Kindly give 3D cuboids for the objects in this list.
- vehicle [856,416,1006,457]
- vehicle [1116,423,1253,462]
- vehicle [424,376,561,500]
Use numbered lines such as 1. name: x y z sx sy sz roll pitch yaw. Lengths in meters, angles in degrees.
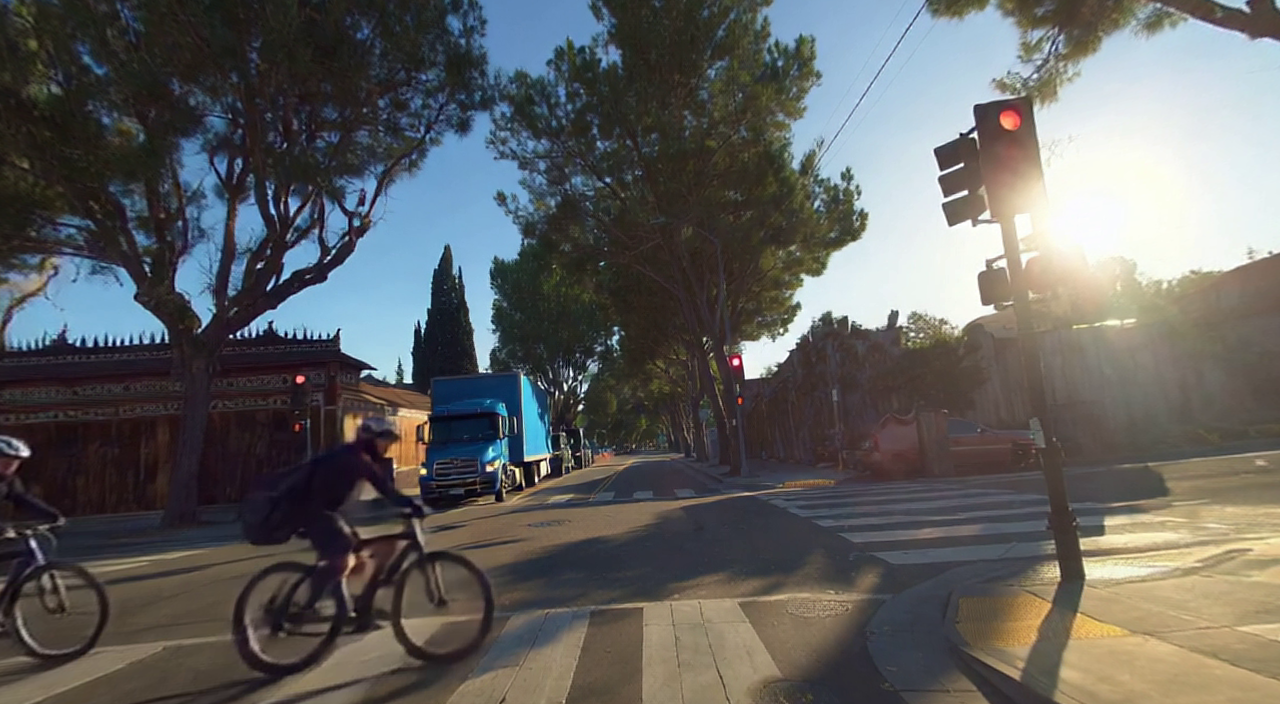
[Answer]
1. vehicle: 10.688 3.143 23.428 4.643 1.456 1.820 -1 -8 5
2. vehicle: 24.954 4.159 29.018 4.268 1.695 2.053 0 -8 3
3. vehicle: -5.846 3.734 27.182 3.113 4.041 10.284 -6 -8 0
